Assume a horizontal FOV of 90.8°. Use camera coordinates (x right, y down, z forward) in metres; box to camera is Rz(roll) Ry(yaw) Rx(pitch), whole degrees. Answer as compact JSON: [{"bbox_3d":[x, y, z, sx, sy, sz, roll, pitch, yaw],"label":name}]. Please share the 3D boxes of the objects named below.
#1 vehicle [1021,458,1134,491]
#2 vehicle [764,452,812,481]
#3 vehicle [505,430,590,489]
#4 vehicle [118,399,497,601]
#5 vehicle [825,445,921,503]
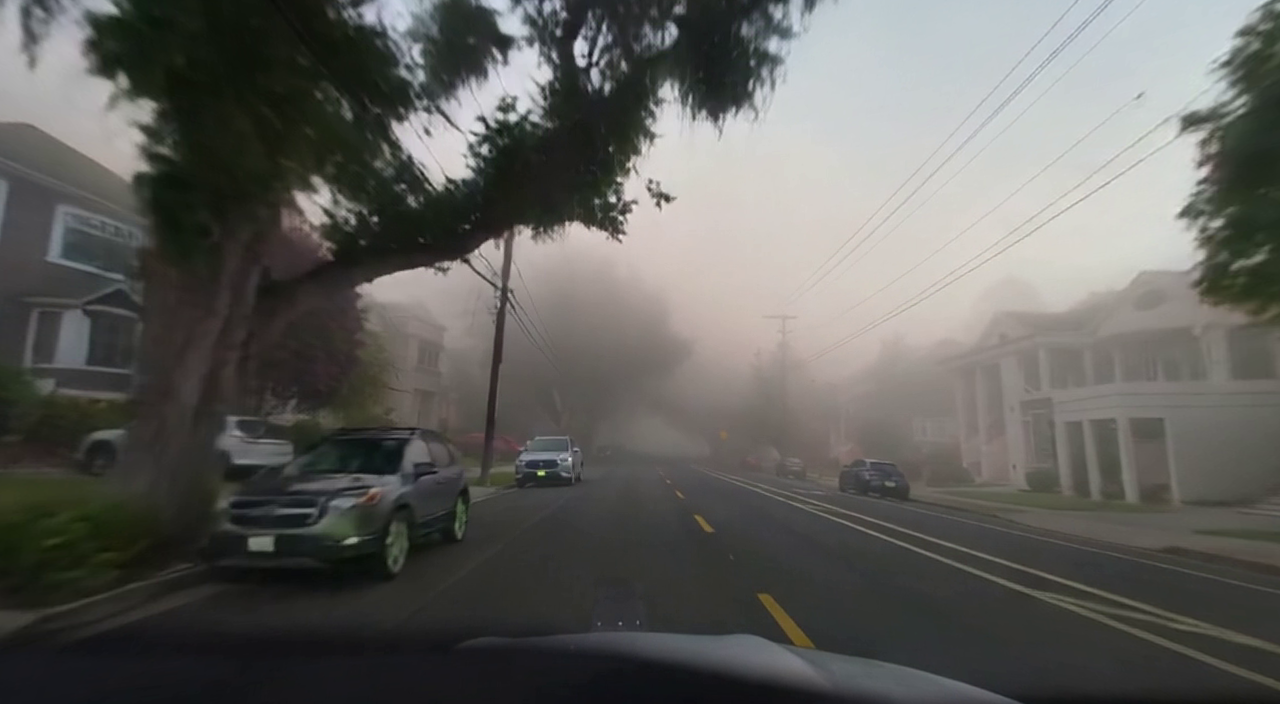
[{"bbox_3d":[22.257,6.223,32.247,4.172,1.630,2.112,0,-9,-2],"label":"vehicle"},{"bbox_3d":[9.701,7.514,41.712,1.977,1.495,4.800,8,-9,2],"label":"vehicle"},{"bbox_3d":[-3.288,4.002,23.786,2.290,1.924,5.536,0,-9,1],"label":"vehicle"},{"bbox_3d":[-3.460,1.674,8.047,2.127,1.737,4.961,0,-9,0],"label":"vehicle"},{"bbox_3d":[9.621,5.034,26.555,2.156,1.882,4.790,8,-9,1],"label":"vehicle"}]
